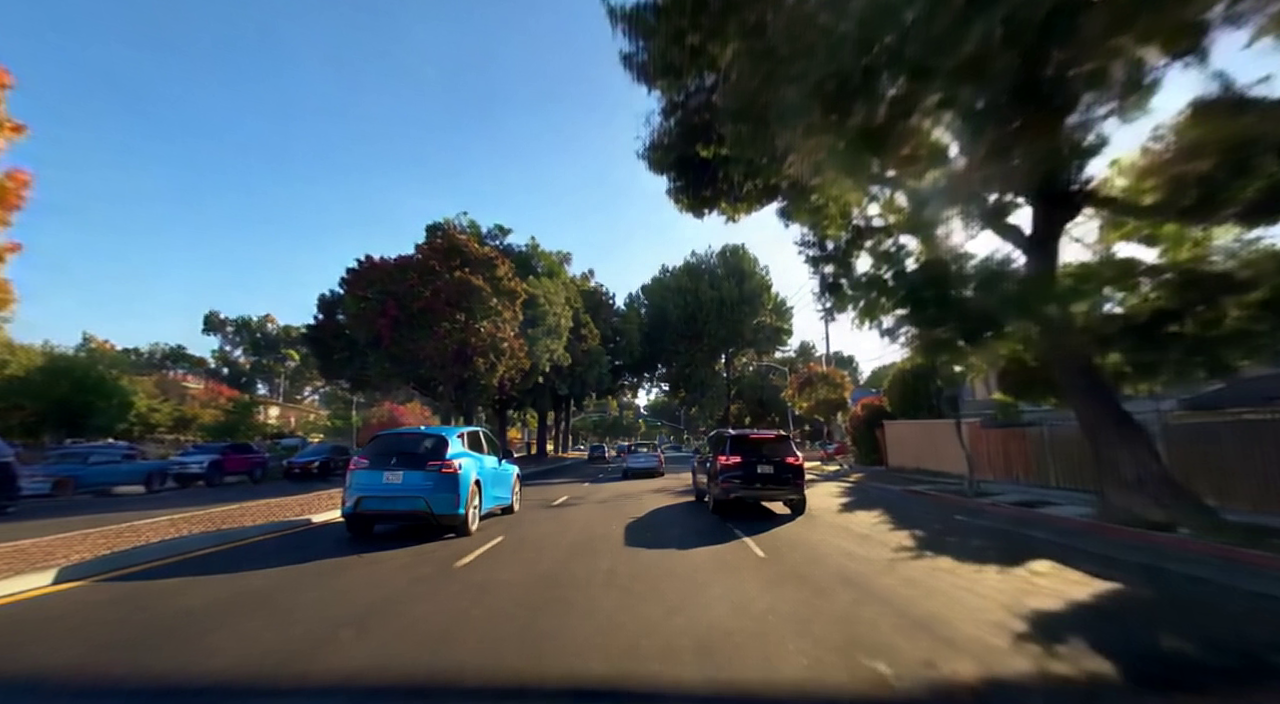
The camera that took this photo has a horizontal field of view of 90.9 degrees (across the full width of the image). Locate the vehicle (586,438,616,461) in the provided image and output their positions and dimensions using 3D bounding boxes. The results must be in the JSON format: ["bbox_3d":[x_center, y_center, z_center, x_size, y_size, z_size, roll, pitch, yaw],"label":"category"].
[{"bbox_3d":[-3.013,7.700,49.743,2.014,1.755,4.360,0,-8,1],"label":"vehicle"}]

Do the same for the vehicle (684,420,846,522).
[{"bbox_3d":[2.329,2.389,13.198,2.280,1.747,4.361,1,-8,-3],"label":"vehicle"}]

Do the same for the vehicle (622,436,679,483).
[{"bbox_3d":[0.360,3.936,23.310,1.922,1.579,3.642,0,-8,0],"label":"vehicle"}]

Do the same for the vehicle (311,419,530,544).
[{"bbox_3d":[-3.422,2.120,11.032,2.043,1.687,4.676,0,-8,2],"label":"vehicle"}]

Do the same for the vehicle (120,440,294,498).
[{"bbox_3d":[-12.330,3.323,18.387,1.849,1.452,4.423,0,-8,1],"label":"vehicle"}]
